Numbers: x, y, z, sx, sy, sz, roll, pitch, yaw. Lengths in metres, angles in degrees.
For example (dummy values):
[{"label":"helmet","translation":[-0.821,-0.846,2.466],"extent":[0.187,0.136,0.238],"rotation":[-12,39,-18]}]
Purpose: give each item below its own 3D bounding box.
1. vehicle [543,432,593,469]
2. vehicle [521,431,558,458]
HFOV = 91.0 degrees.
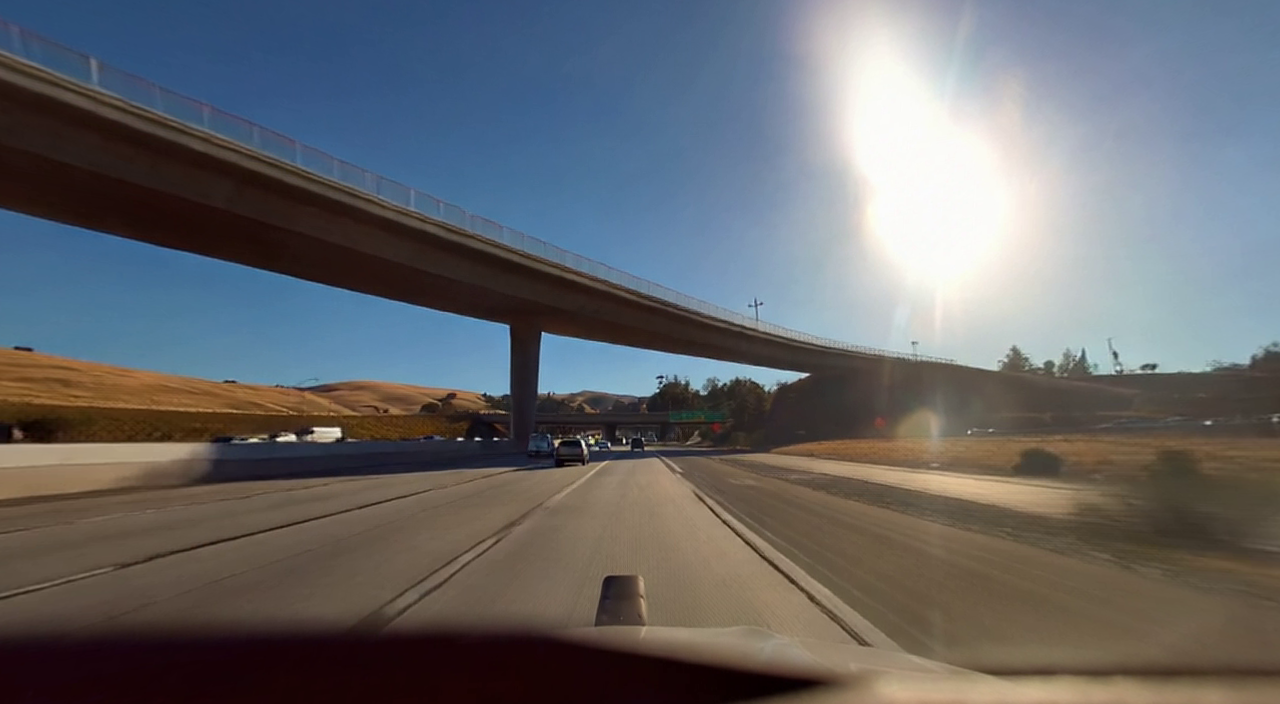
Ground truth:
[{"label":"vehicle","translation":[-3.864,5.416,34.746],"extent":[2.144,1.847,4.850],"rotation":[0,-8,1]},{"label":"vehicle","translation":[-7.779,7.258,49.237],"extent":[2.132,1.984,4.639],"rotation":[0,-9,0]}]
